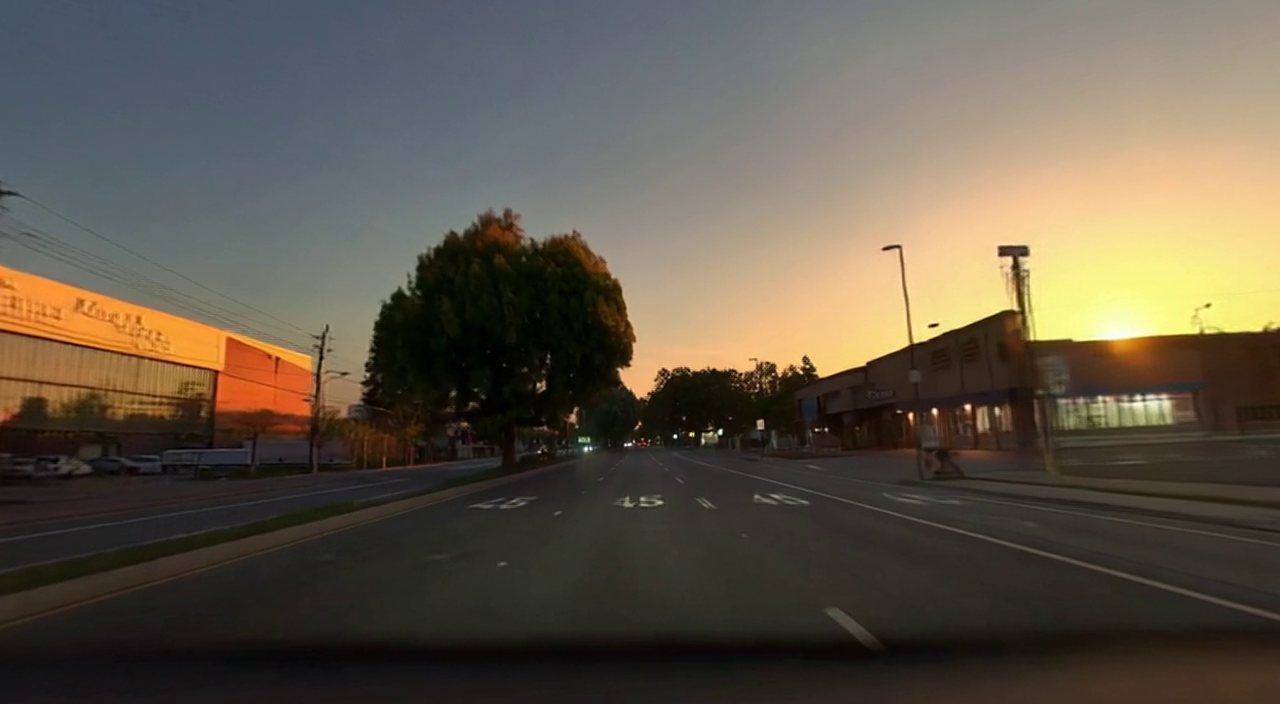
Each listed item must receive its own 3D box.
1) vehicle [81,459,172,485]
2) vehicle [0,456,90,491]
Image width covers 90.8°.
[{"bbox_3d":[-32.992,7.708,40.805,1.809,1.448,4.747,-1,-8,2],"label":"vehicle"},{"bbox_3d":[-38.175,7.668,40.218,2.005,1.915,5.056,0,-8,-4],"label":"vehicle"}]
